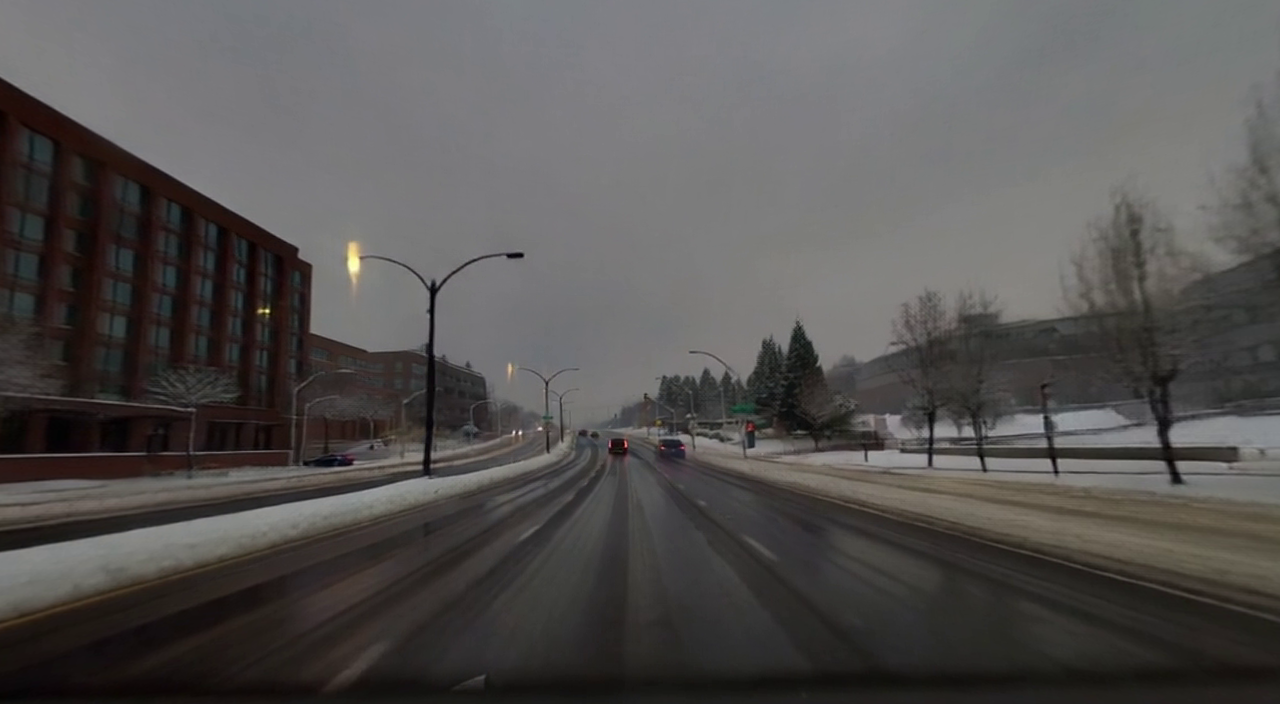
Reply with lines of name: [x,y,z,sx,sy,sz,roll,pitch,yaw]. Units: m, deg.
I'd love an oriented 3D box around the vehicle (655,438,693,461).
vehicle: [2.284,6.721,43.667,2.090,1.506,4.382,0,-8,-3]

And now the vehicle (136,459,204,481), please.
vehicle: [-35.515,8.880,47.843,3.762,1.498,1.983,4,-10,-28]

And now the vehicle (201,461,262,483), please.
vehicle: [-30.265,8.897,46.956,1.732,1.427,4.059,0,-8,1]
